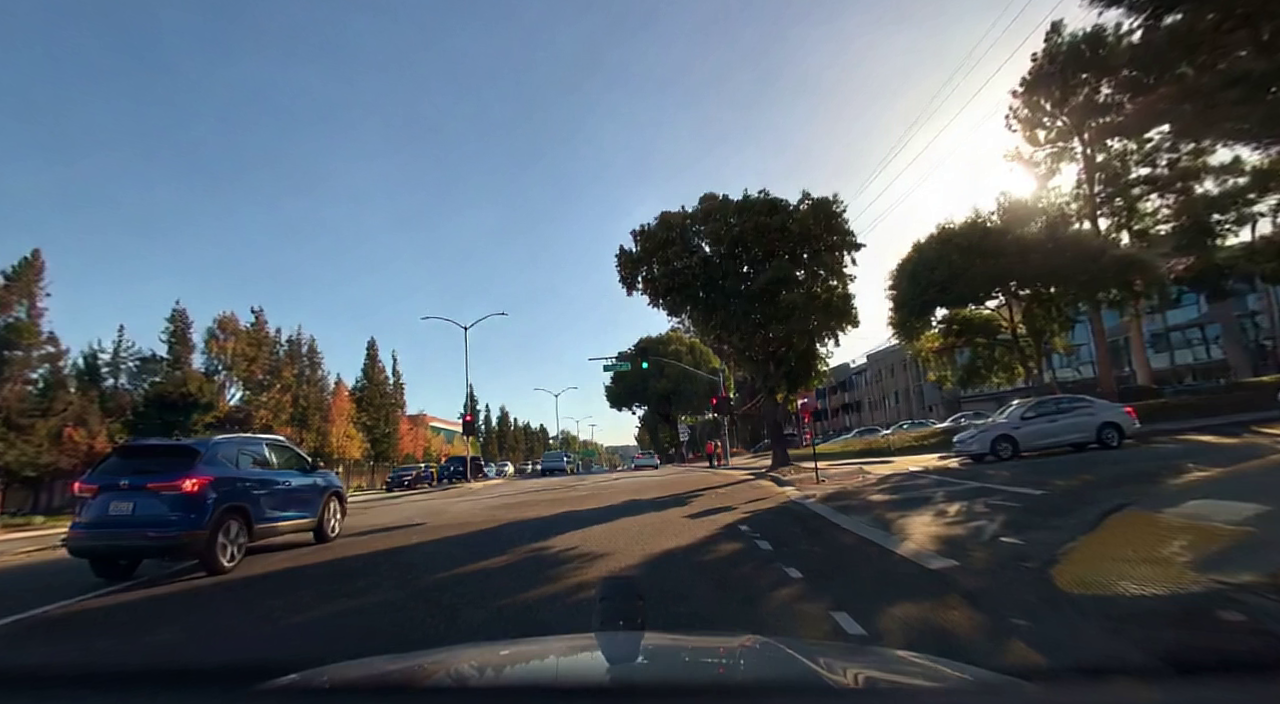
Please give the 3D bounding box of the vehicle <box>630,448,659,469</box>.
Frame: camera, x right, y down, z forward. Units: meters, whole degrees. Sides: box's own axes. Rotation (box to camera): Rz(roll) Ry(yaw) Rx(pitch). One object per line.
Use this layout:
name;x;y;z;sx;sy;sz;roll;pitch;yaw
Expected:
vehicle;0.281;8.012;47.439;2.091;1.494;3.962;0;-8;-1

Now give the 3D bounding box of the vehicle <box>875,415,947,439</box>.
vehicle;19.004;5.328;44.380;1.947;1.477;4.661;7;-9;-20

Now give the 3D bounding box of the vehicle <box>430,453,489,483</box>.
vehicle;-12.059;7.788;42.555;2.167;1.799;5.682;0;-9;1

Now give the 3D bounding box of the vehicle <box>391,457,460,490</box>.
vehicle;-11.447;6.557;33.956;2.149;1.527;4.691;-1;-11;-1

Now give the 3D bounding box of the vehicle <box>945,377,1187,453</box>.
vehicle;12.137;1.862;18.252;5.357;1.845;2.151;-2;-8;-1

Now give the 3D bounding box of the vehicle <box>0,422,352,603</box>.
vehicle;-6.155;2.049;8.984;2.027;1.908;4.273;0;-9;0
